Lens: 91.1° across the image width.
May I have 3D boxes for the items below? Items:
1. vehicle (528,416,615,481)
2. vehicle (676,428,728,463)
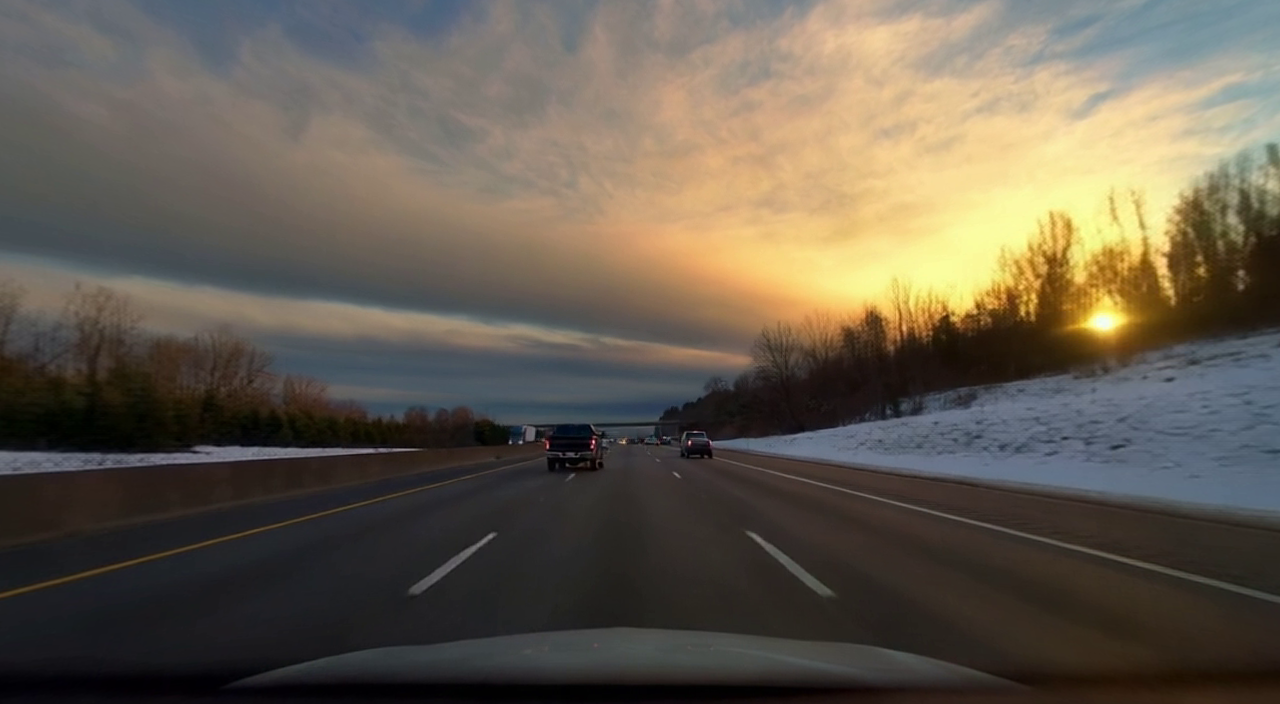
[{"bbox_3d":[-1.970,2.963,19.642,2.185,1.772,4.656,0,-8,0],"label":"vehicle"},{"bbox_3d":[3.134,4.838,32.828,2.124,1.696,4.173,0,-8,-3],"label":"vehicle"}]
